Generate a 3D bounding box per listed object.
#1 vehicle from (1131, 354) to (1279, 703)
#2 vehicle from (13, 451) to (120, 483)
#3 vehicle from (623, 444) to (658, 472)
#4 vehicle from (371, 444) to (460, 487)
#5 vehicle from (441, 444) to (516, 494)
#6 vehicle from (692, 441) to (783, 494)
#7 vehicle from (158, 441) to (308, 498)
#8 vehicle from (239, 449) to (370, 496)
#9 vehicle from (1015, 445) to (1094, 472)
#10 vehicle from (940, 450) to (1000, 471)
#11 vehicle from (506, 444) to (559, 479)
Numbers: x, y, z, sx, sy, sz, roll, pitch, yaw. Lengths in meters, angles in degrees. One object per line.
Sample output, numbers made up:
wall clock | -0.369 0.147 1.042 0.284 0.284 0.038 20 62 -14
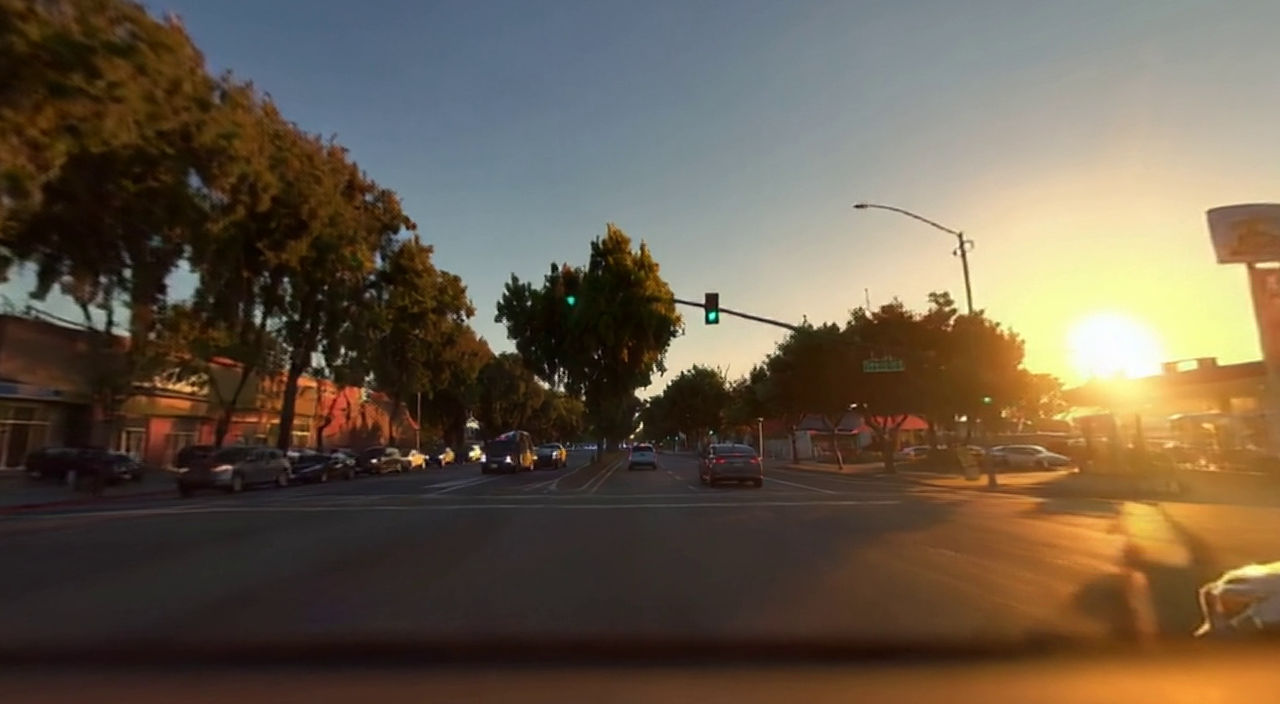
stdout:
vehicle | 3.624 0.578 0.689 2.117 1.689 5.113 0 -9 1
vehicle | -28.156 5.641 31.090 3.640 1.462 1.660 0 -9 2
vehicle | -0.041 6.417 38.500 2.029 1.605 3.827 0 -9 -2
vehicle | -8.945 4.543 25.671 2.165 1.557 4.515 0 -9 -3
vehicle | -5.443 3.949 21.821 1.972 1.466 4.493 2 -8 -8
vehicle | 2.964 3.639 20.283 2.061 1.487 4.462 0 -9 -2
vehicle | -15.655 4.520 24.861 2.191 1.926 5.787 0 -9 -2
vehicle | -12.425 4.456 23.883 2.186 1.532 5.087 0 -9 0
vehicle | 29.150 7.479 44.630 2.077 1.765 4.643 1 -9 -7
vehicle | 24.306 7.991 46.765 1.894 1.485 4.606 0 -9 -1
vehicle | -5.145 5.282 30.815 1.953 1.526 4.349 0 -8 -1
